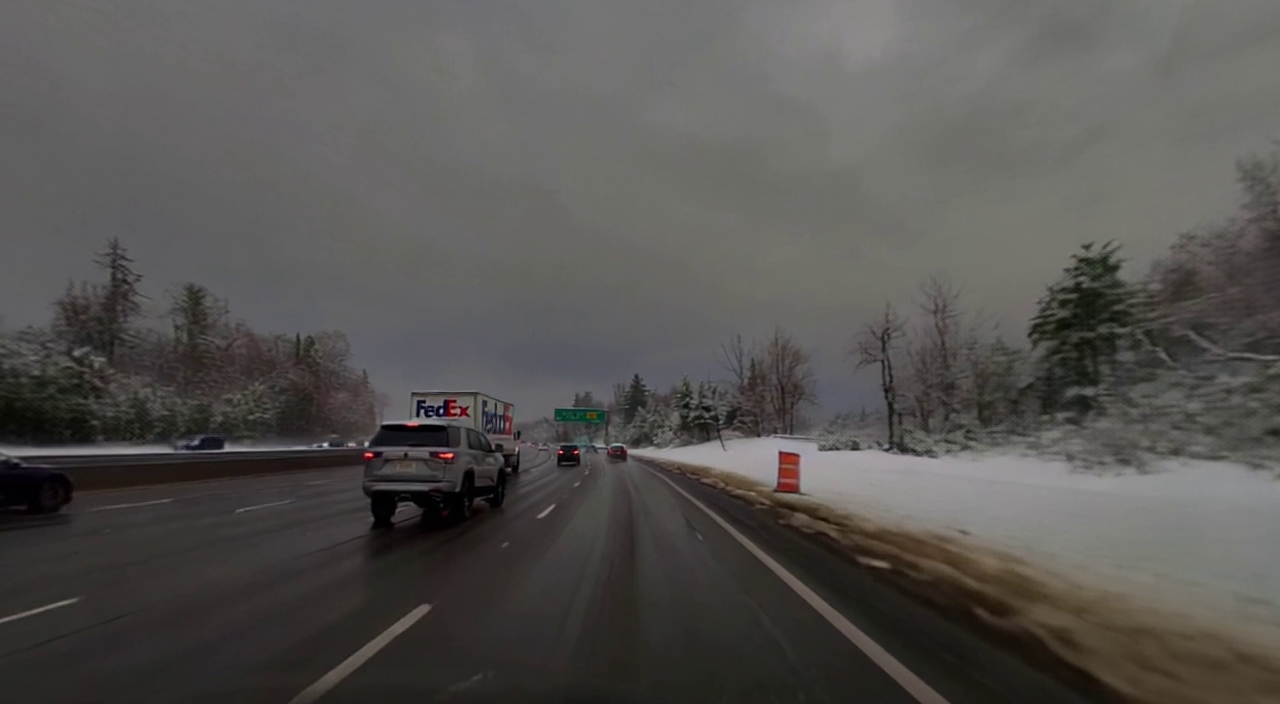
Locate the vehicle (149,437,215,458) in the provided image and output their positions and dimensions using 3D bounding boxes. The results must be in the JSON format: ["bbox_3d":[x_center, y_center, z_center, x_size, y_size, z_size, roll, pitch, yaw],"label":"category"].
[{"bbox_3d":[-35.474,7.402,49.088,1.841,1.521,4.545,1,-9,-3],"label":"vehicle"}]

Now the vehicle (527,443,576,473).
[{"bbox_3d":[-4.709,5.688,34.130,2.192,1.478,4.591,0,-9,-3],"label":"vehicle"}]

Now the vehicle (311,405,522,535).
[{"bbox_3d":[-3.684,2.067,11.556,2.170,1.886,4.628,0,-9,-1],"label":"vehicle"}]
